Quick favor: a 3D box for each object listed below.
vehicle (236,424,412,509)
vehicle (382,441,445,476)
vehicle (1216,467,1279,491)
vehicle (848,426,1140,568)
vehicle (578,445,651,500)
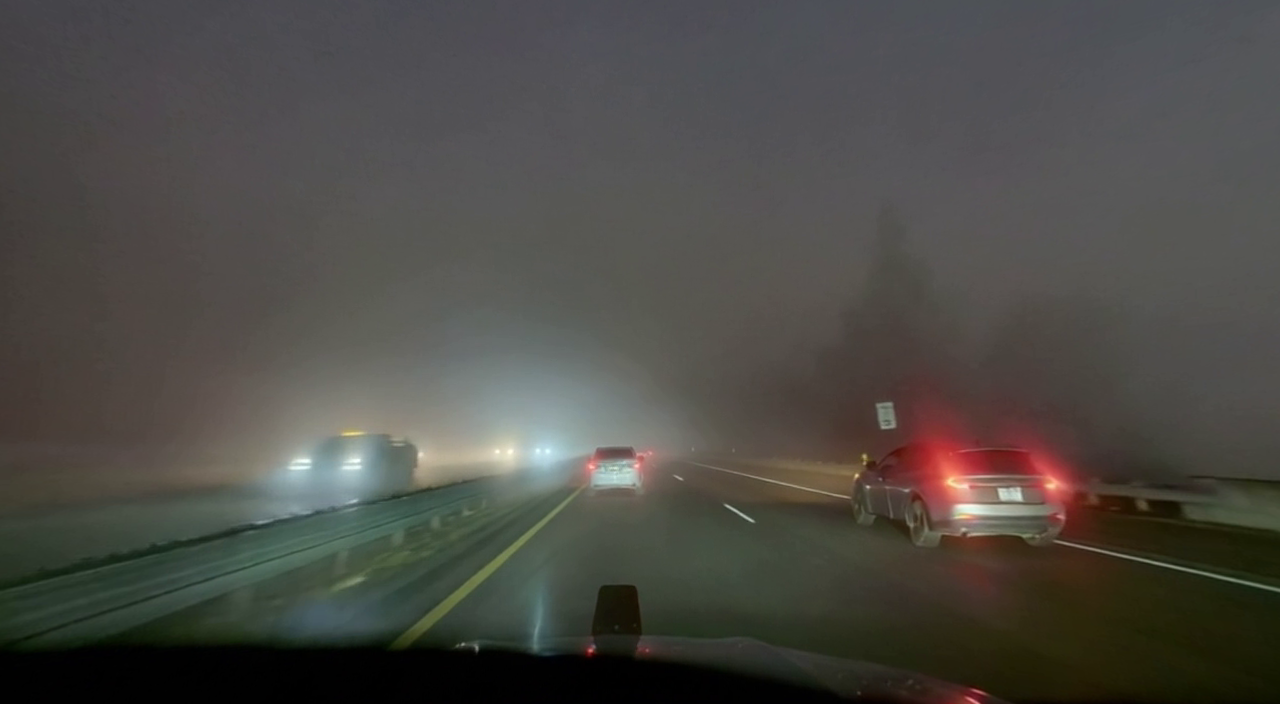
[{"bbox_3d":[-8.243,3.040,17.085,2.126,1.921,5.104,0,-9,0],"label":"vehicle"},{"bbox_3d":[-12.719,5.998,35.541,2.045,1.807,4.241,0,-9,-1],"label":"vehicle"},{"bbox_3d":[43.118,8.864,43.943,1.775,1.512,3.972,-1,-9,4],"label":"vehicle"},{"bbox_3d":[4.571,1.902,8.901,1.910,1.554,3.718,0,-9,-1],"label":"vehicle"},{"bbox_3d":[-0.744,3.646,19.364,2.013,1.479,4.169,0,-9,-1],"label":"vehicle"}]
